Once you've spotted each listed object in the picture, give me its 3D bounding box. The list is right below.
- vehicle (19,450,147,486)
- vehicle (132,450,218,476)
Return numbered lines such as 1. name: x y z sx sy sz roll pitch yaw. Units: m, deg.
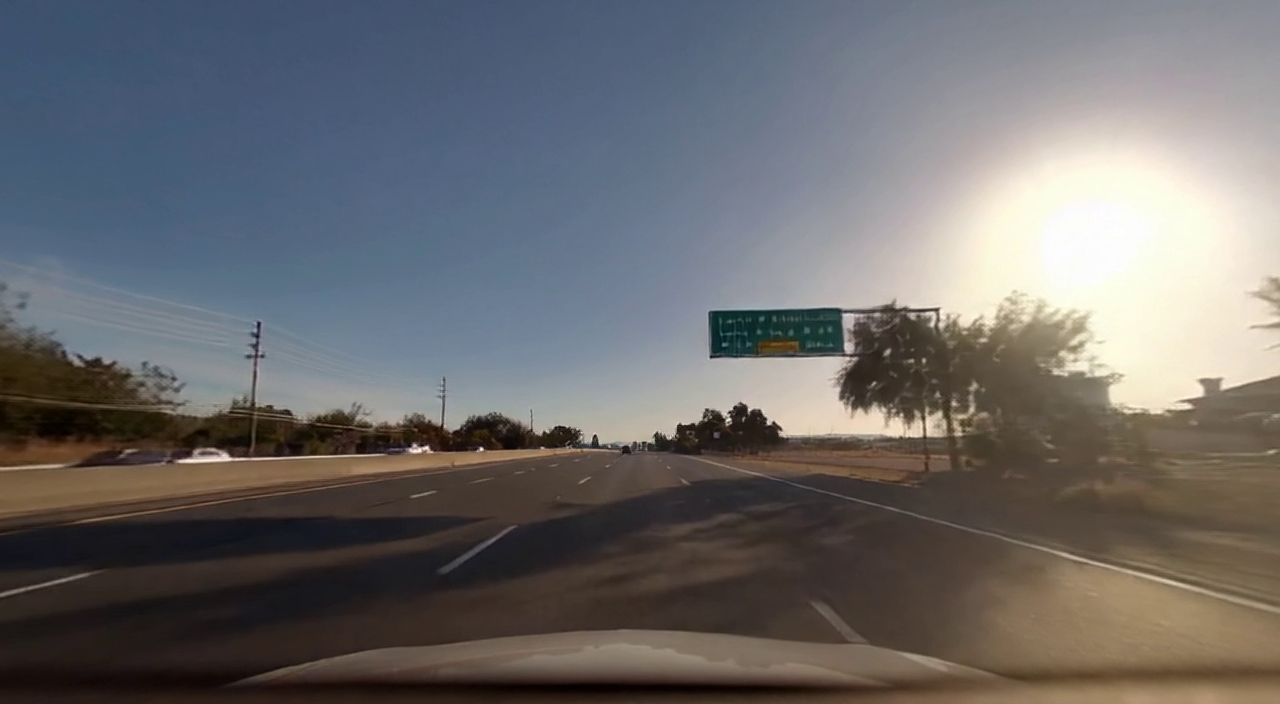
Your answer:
1. vehicle: -25.002 5.177 28.564 1.798 1.457 4.291 0 -8 1
2. vehicle: -28.909 6.883 39.469 1.940 1.463 4.480 0 -8 0
